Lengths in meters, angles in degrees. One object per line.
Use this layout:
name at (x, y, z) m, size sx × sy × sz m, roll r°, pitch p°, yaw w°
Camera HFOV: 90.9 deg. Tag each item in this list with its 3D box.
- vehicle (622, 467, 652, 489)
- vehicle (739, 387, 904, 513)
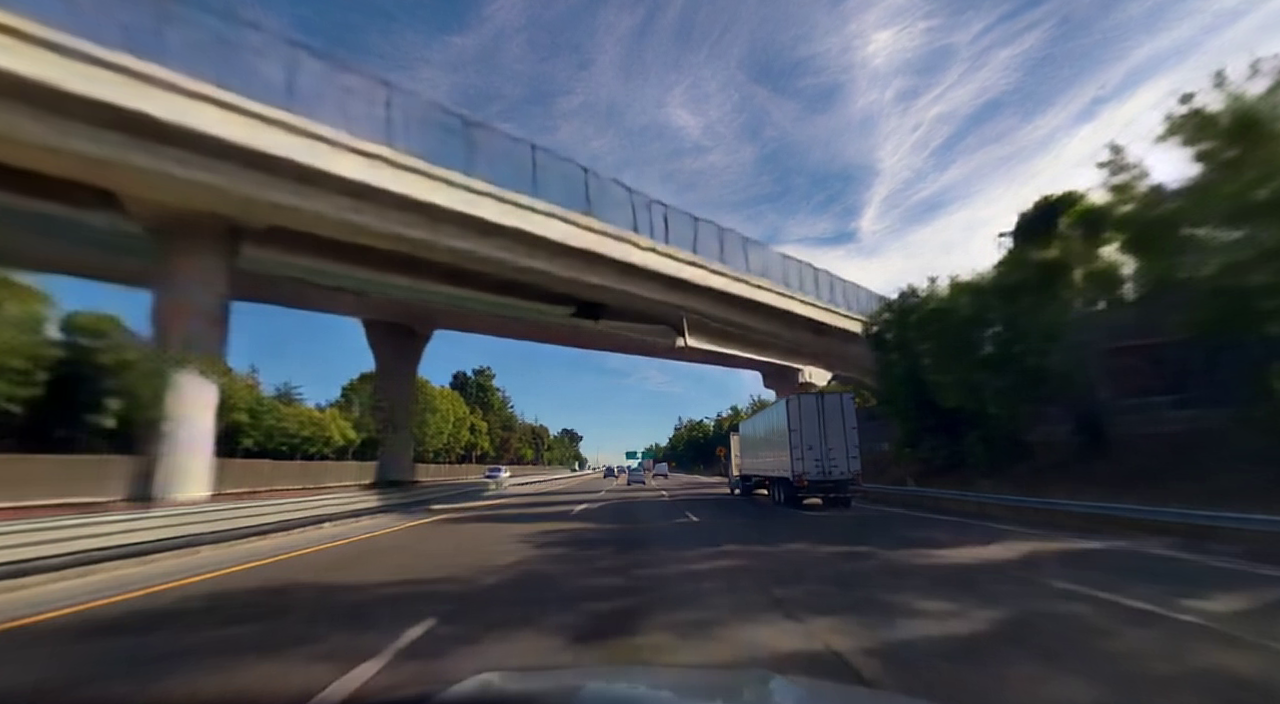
vehicle at (-0.216, 9.024, 45.332) m, size 2.029 × 1.459 × 3.684 m, roll 1°, pitch -10°, yaw -1°
vehicle at (7.006, 4.459, 27.526) m, size 2.926 × 4.073 × 13.836 m, roll 1°, pitch -10°, yaw -1°
